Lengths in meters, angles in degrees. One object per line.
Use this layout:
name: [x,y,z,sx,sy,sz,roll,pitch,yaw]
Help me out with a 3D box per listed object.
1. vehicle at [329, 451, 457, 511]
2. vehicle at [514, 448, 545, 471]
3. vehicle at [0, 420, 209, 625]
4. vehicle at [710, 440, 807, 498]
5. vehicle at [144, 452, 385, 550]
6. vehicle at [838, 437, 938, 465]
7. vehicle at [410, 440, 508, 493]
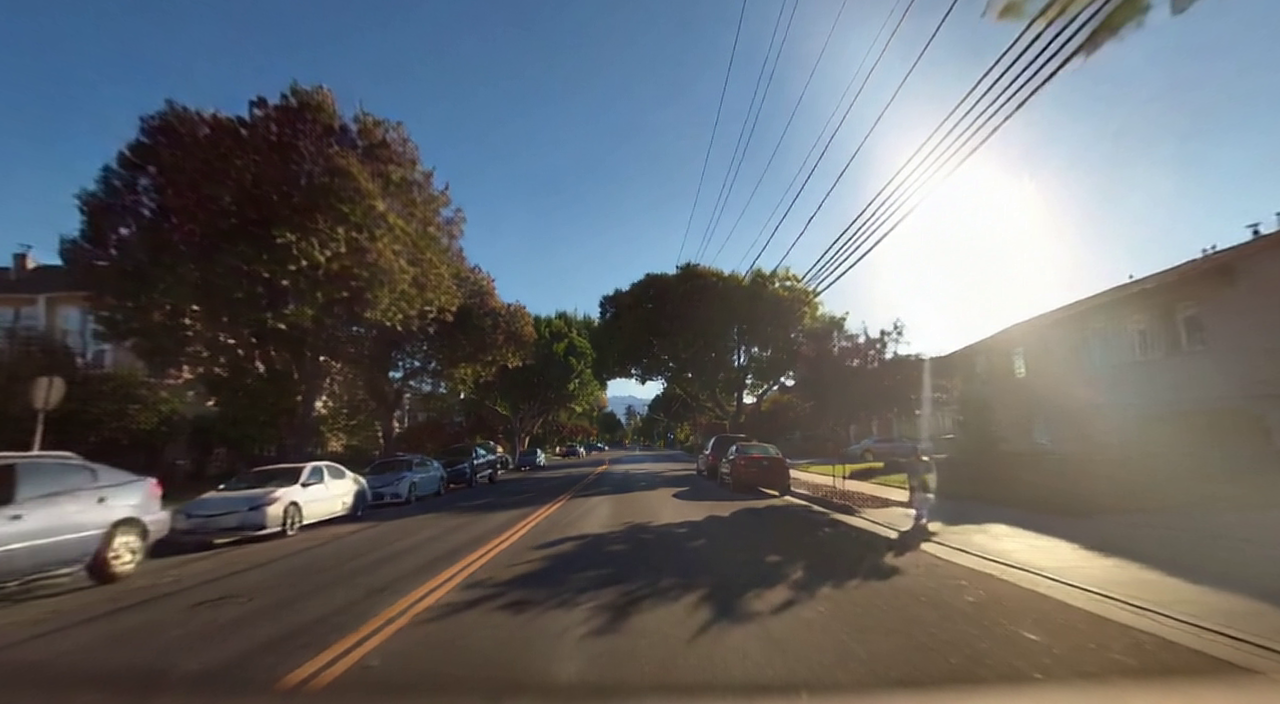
vehicle: [-6.885,3.604,18.209,1.854,1.460,4.582,0,-8,-1]
vehicle: [-7.699,7.500,44.237,1.902,1.456,4.451,1,-9,-7]
vehicle: [-6.738,1.620,6.241,1.963,1.820,4.297,0,-8,-2]
vehicle: [3.288,3.342,18.479,1.869,1.453,4.237,0,-8,-2]
vehicle: [-6.853,2.713,12.285,1.860,1.469,4.573,0,-8,0]
vehicle: [16.122,6.464,41.278,5.662,1.761,2.050,0,-8,0]
vehicle: [-6.806,4.350,24.475,2.151,1.789,5.482,0,-8,0]
